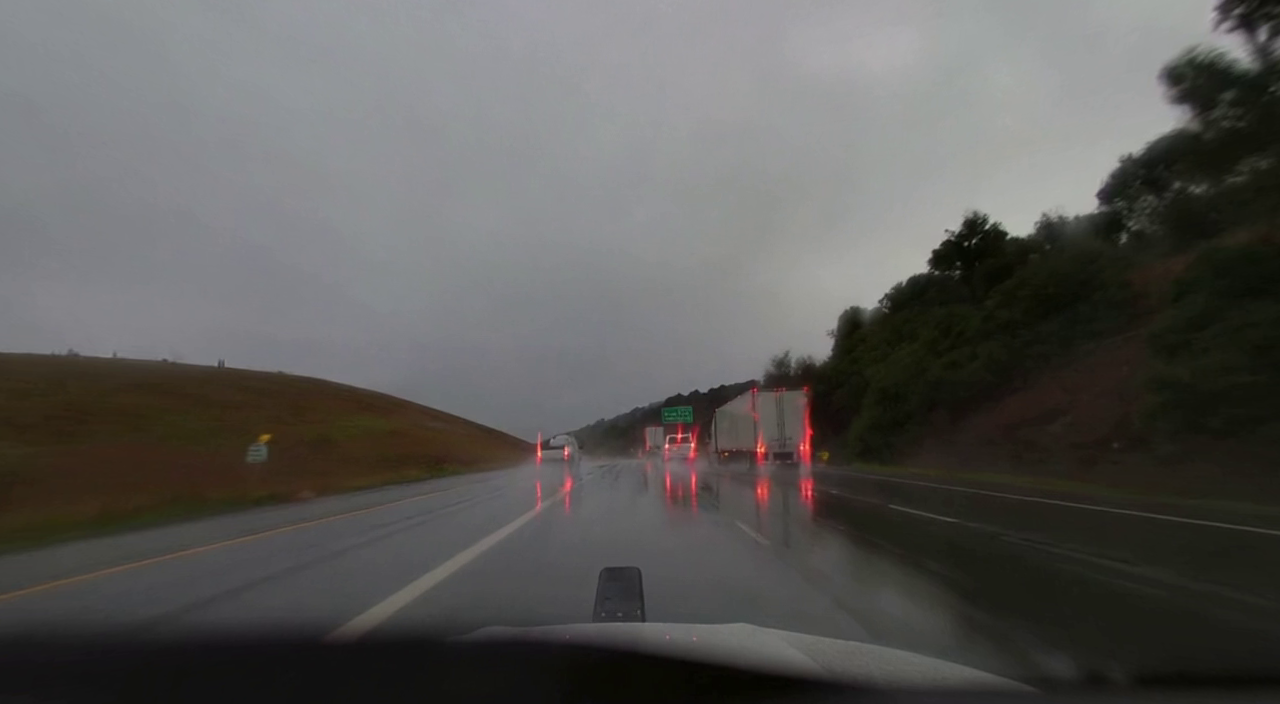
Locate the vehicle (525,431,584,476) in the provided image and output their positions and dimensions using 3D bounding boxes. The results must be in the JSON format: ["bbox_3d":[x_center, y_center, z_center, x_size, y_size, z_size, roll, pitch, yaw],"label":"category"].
[{"bbox_3d":[-4.016,4.892,30.542,2.193,1.977,4.759,0,-9,0],"label":"vehicle"}]

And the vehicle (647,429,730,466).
[{"bbox_3d":[3.062,6.171,40.832,5.075,2.277,2.365,0,-9,-2],"label":"vehicle"}]

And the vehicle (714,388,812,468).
[{"bbox_3d":[7.394,5.239,41.369,2.935,4.187,16.357,0,-9,-1],"label":"vehicle"}]
